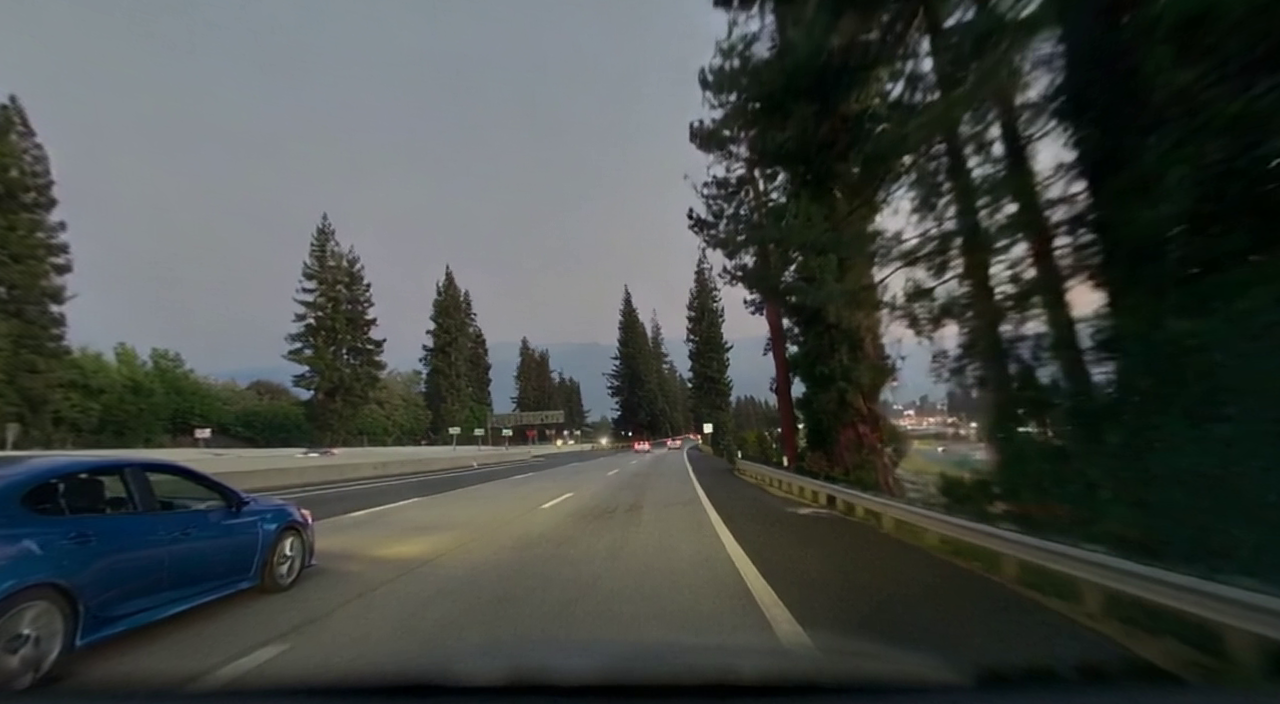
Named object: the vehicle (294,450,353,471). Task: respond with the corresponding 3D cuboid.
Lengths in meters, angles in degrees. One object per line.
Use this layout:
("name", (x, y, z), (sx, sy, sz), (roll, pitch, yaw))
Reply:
("vehicle", (-23.953, 8.221, 47.875), (1.883, 1.426, 3.958), (-1, -8, 10))

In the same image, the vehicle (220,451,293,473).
("vehicle", (-27.752, 7.940, 45.845), (1.964, 1.444, 4.565), (-1, -8, 10))
